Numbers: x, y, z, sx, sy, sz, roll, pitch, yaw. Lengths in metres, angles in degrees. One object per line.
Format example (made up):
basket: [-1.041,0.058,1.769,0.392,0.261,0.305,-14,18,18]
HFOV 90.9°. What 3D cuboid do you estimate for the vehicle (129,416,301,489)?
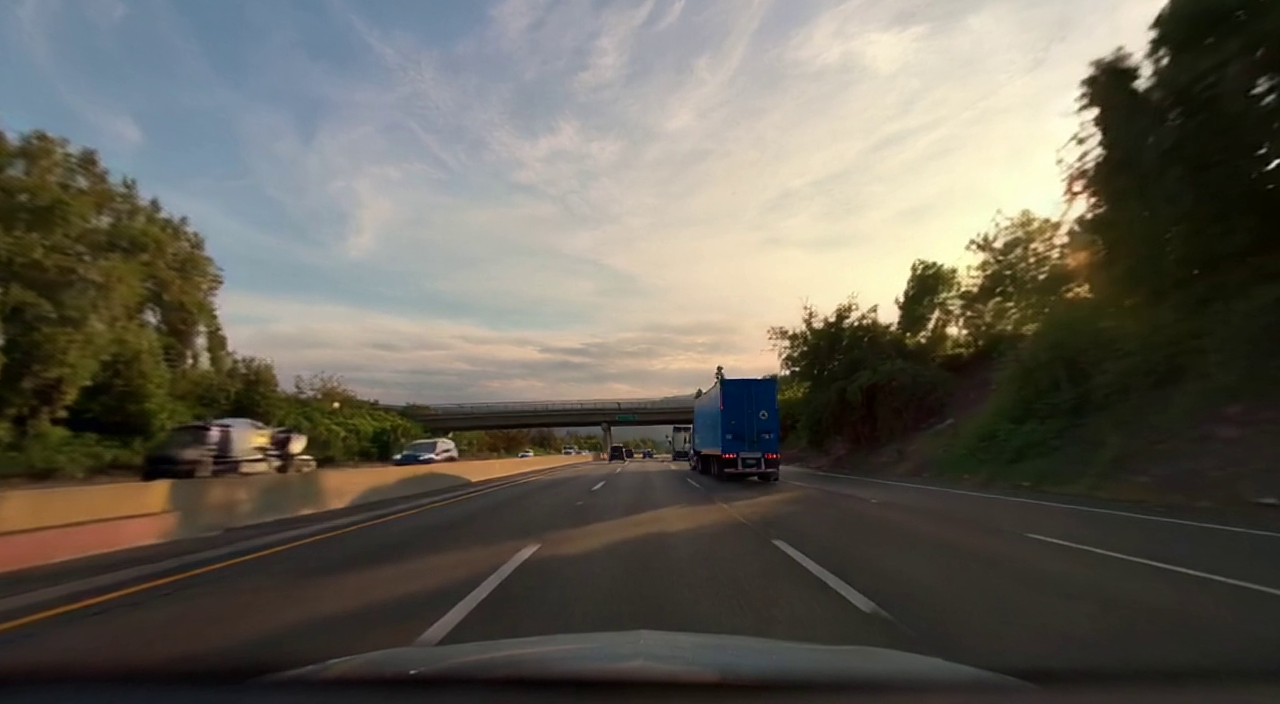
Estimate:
vehicle: [-17.409,4.209,26.504,2.270,2.631,6.924,0,-9,1]

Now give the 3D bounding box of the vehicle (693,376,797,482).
vehicle: [4.596,4.036,31.287,2.825,4.054,14.210,0,-9,0]

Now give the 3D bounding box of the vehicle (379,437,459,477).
vehicle: [-10.625,5.104,30.775,2.074,1.806,4.842,0,-9,1]
